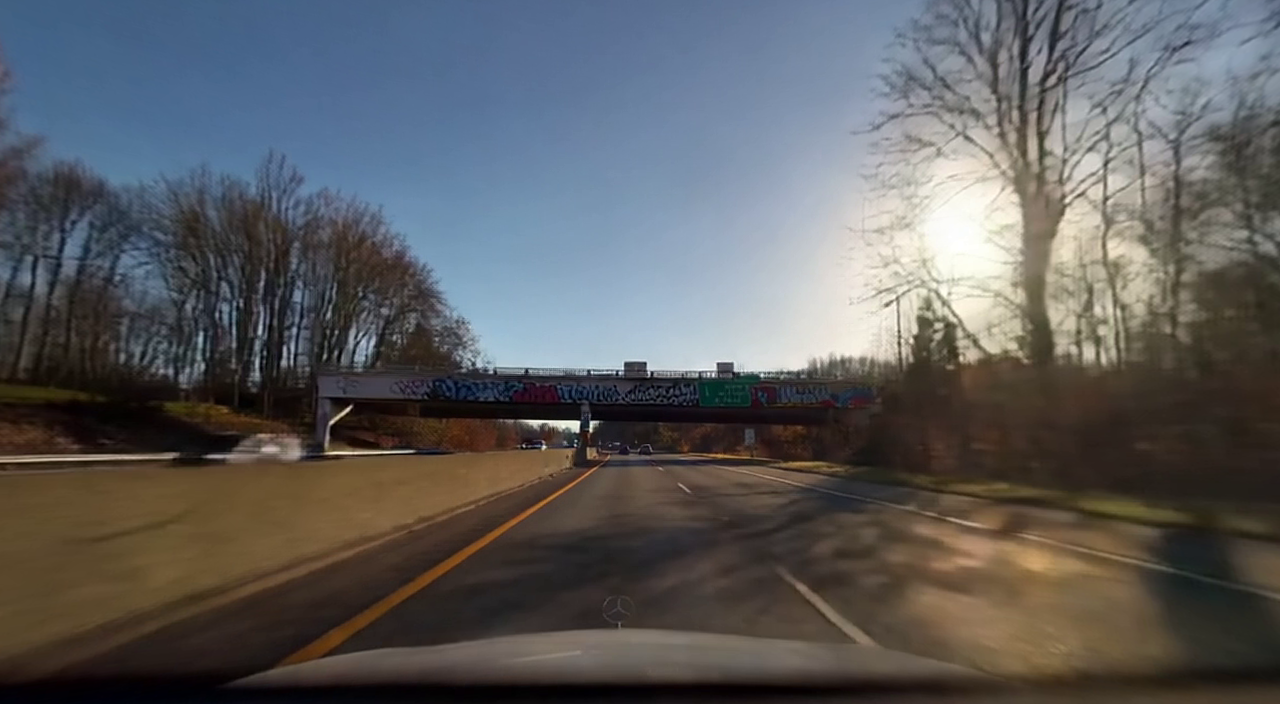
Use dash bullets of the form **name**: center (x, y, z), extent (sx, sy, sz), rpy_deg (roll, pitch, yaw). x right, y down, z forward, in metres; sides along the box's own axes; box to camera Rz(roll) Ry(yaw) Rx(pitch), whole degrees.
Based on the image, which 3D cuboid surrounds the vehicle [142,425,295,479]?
- **vehicle**: center (-12.680, 3.063, 19.247), extent (1.890, 1.476, 4.050), rpy_deg (0, -9, -1)
